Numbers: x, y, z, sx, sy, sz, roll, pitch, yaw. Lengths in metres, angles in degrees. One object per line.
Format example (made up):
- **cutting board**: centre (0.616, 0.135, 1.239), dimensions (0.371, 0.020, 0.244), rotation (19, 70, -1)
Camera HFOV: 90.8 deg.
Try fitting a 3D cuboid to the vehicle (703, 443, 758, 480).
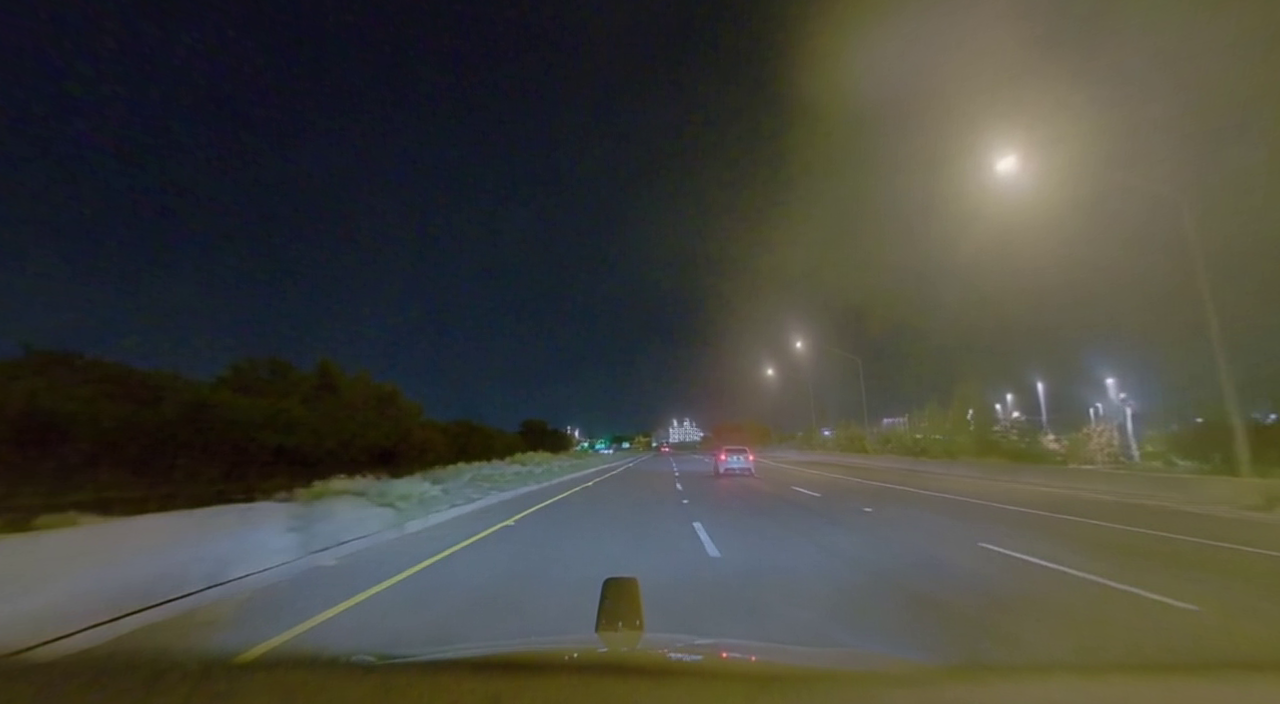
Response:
- **vehicle**: centre (3.915, 4.800, 27.928), dimensions (1.874, 1.506, 4.116), rotation (0, -9, 1)
